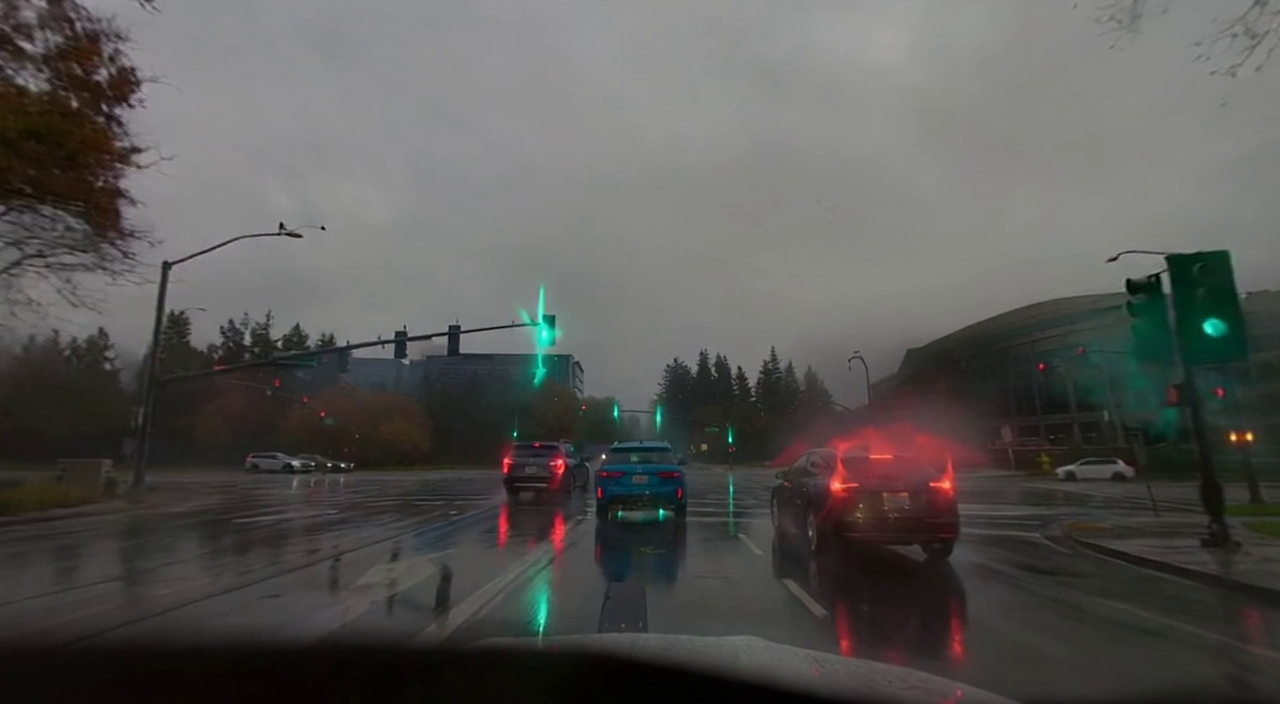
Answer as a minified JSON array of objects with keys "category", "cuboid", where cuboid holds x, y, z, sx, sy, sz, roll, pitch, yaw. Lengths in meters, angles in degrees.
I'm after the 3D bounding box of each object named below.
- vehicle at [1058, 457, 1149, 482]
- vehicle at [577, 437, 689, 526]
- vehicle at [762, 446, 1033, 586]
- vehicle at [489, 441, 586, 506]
[{"category":"vehicle","cuboid":[32.954,8.343,44.793,4.705,1.631,2.053,-2,-9,15]},{"category":"vehicle","cuboid":[-0.103,2.775,14.069,2.108,1.654,4.235,0,-9,1]},{"category":"vehicle","cuboid":[3.183,2.091,9.012,2.056,1.468,4.520,0,-9,1]},{"category":"vehicle","cuboid":[-2.822,3.438,18.223,1.987,1.633,4.005,0,-9,3]}]
